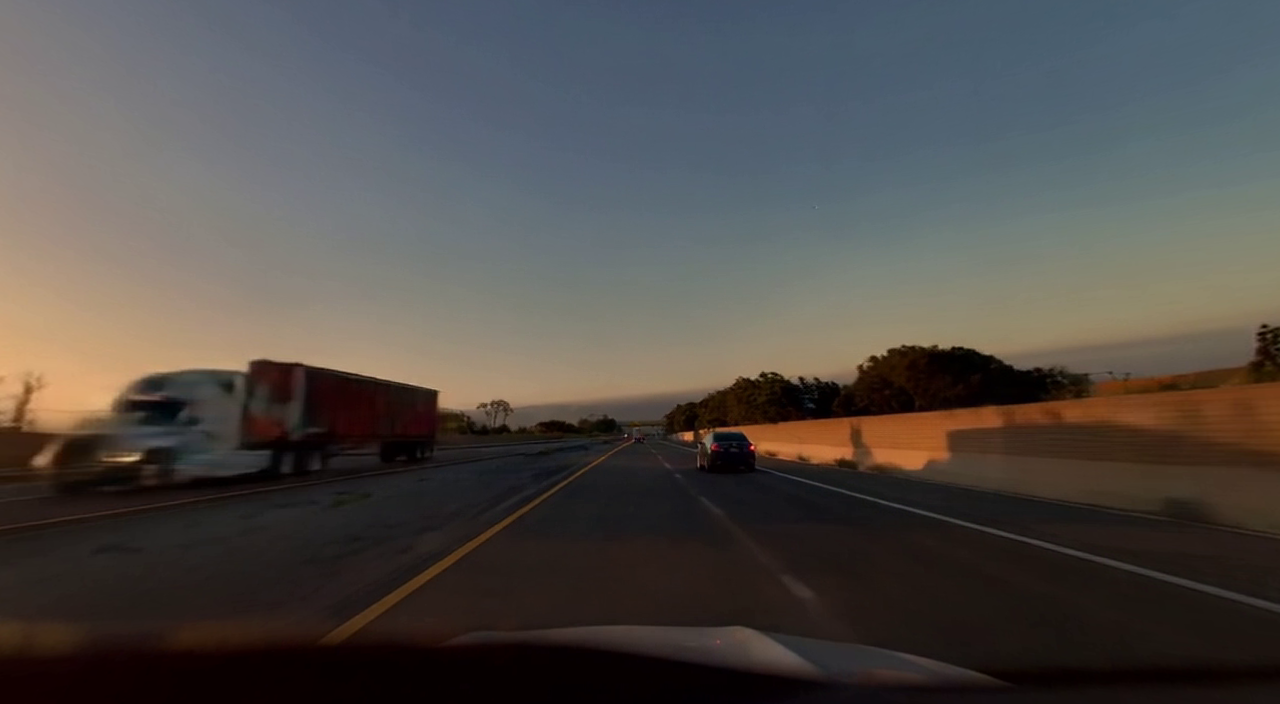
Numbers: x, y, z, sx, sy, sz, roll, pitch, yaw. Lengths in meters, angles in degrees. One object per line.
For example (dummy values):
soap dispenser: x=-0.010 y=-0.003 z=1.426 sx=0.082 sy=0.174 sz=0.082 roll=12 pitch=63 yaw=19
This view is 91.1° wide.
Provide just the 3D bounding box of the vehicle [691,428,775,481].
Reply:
vehicle: x=2.967 y=3.375 z=21.125 sx=2.084 sy=1.583 sz=4.420 roll=0 pitch=-8 yaw=-1

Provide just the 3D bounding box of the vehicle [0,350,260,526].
vehicle: x=-12.097 y=1.909 z=14.092 sx=2.724 sy=2.955 sz=6.969 roll=0 pitch=-8 yaw=0
